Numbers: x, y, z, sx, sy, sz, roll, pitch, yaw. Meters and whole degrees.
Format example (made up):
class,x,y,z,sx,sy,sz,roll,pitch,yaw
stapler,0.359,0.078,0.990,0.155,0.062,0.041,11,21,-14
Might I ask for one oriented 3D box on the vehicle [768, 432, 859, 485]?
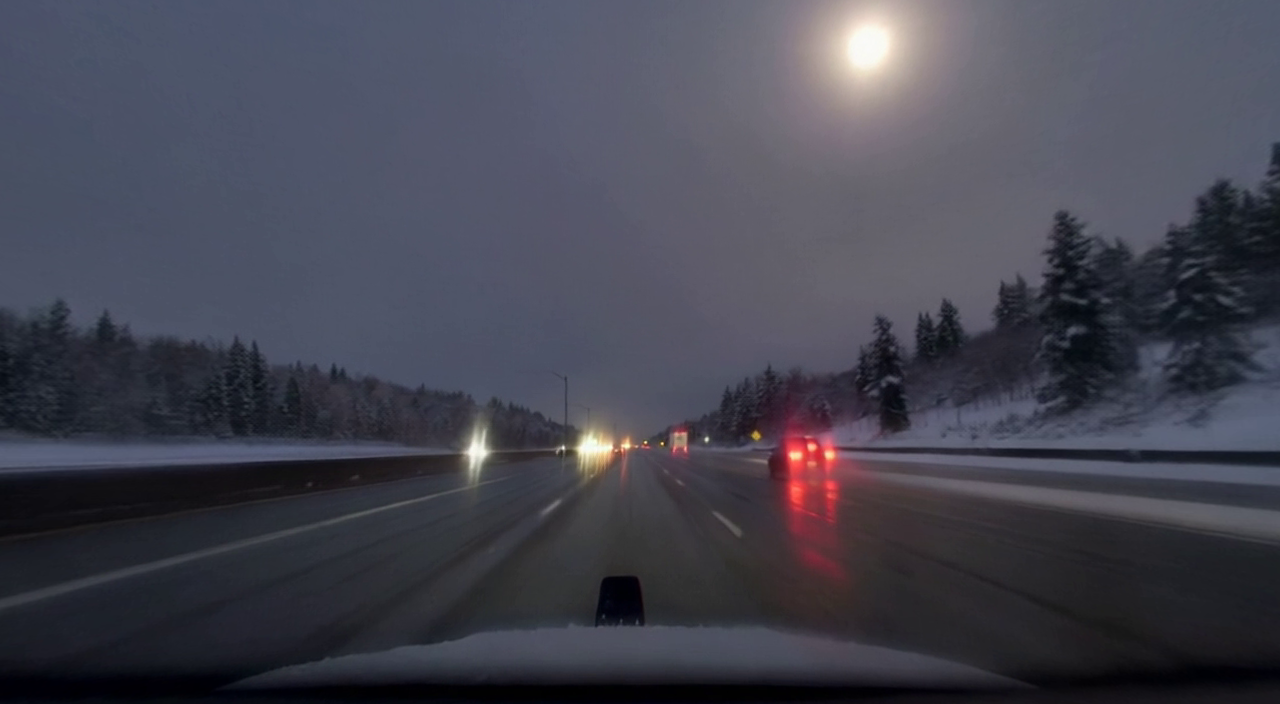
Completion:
class,x,y,z,sx,sy,sz,roll,pitch,yaw
vehicle,6.316,3.938,23.577,2.096,1.767,4.601,0,-9,0
